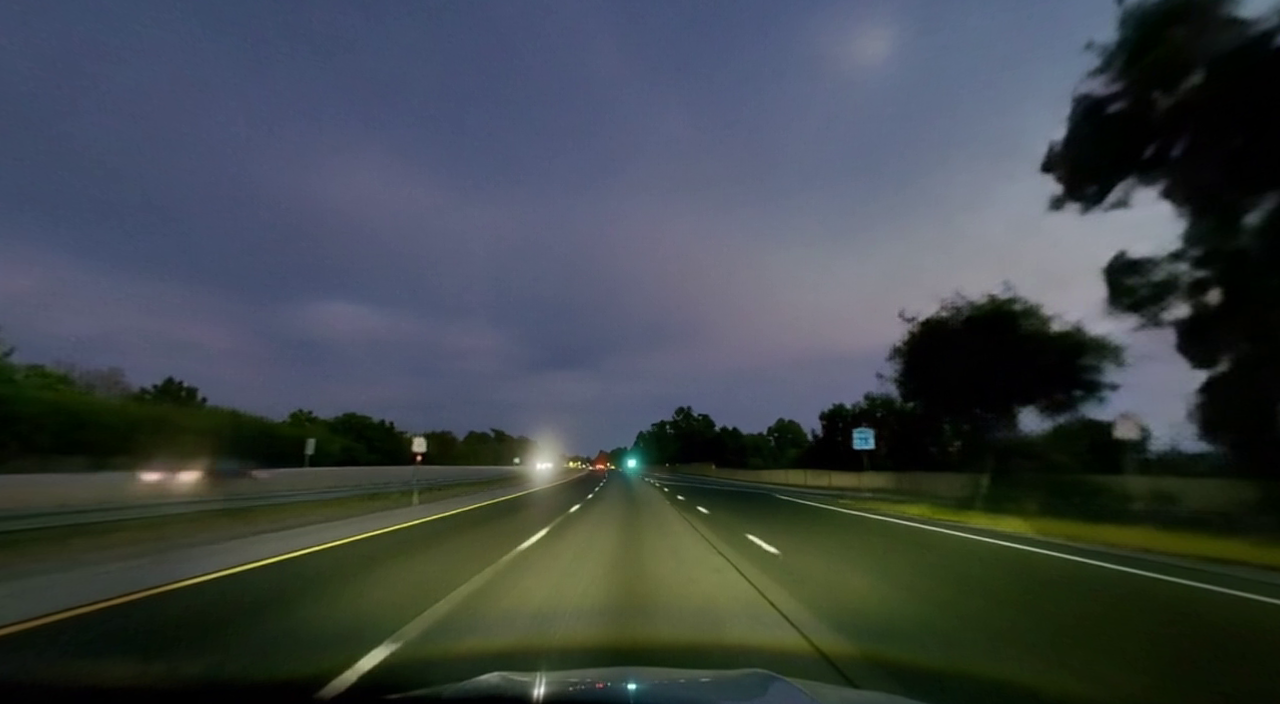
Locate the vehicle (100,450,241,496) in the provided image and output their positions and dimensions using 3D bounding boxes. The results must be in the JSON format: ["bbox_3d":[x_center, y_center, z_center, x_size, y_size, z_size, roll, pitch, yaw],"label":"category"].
[{"bbox_3d":[-16.920,4.390,23.022,1.936,1.481,4.151,1,-10,-1],"label":"vehicle"}]
